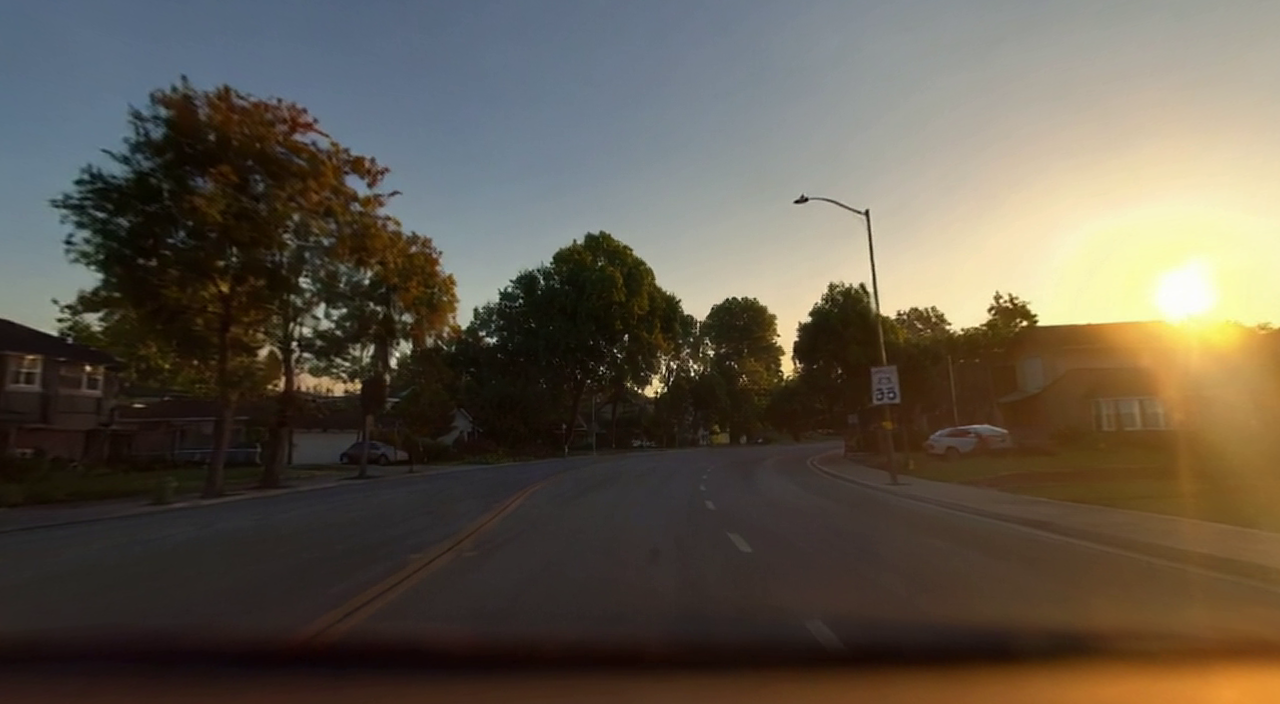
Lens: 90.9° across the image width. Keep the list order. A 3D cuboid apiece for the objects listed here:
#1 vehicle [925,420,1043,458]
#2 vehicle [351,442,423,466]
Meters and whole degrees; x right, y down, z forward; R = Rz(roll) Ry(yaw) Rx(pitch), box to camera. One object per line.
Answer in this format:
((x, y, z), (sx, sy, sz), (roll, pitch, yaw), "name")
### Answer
((16.992, 4.359, 31.401), (4.766, 1.789, 1.939), (-3, -9, 17), "vehicle")
((-17.267, 6.939, 43.031), (4.110, 1.605, 1.968), (-2, -9, 15), "vehicle")
